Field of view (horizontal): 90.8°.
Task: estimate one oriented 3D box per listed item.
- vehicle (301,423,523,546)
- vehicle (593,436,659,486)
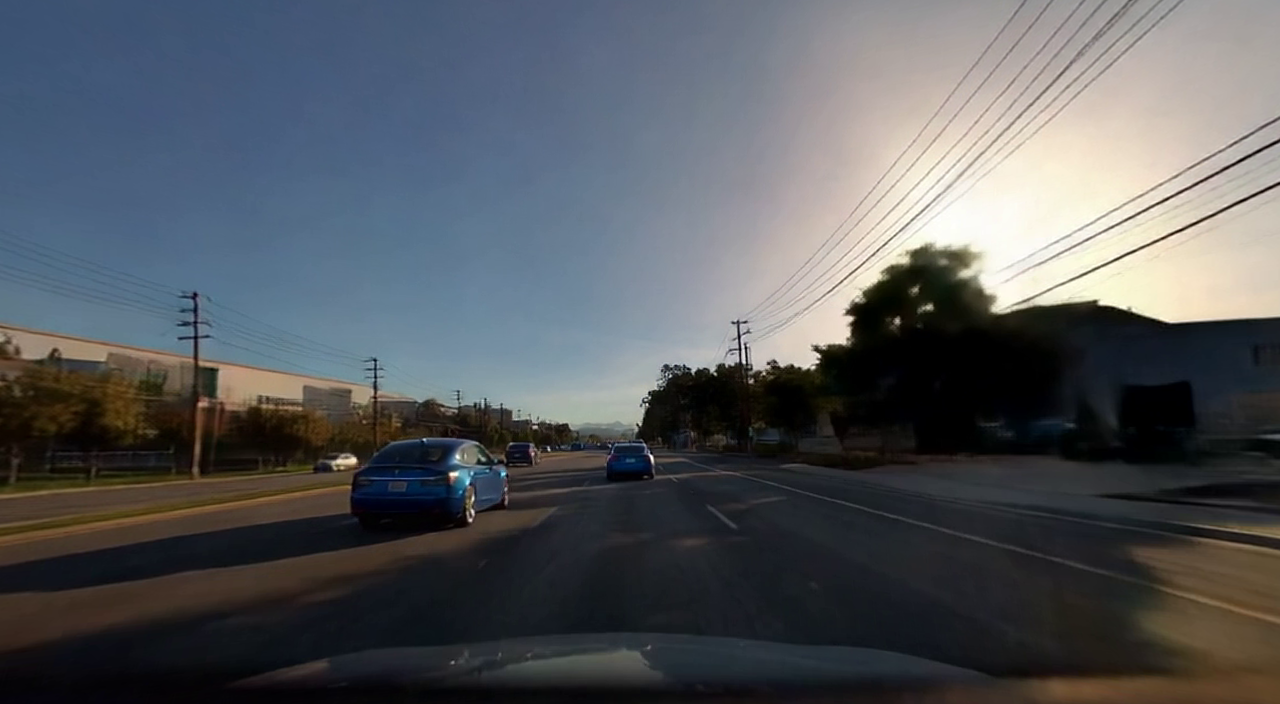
[{"bbox_3d":[-3.464,2.114,10.833,1.985,1.607,4.892,0,-8,0],"label":"vehicle"},{"bbox_3d":[-0.482,3.944,23.166,2.189,1.652,4.135,0,-9,-1],"label":"vehicle"}]
